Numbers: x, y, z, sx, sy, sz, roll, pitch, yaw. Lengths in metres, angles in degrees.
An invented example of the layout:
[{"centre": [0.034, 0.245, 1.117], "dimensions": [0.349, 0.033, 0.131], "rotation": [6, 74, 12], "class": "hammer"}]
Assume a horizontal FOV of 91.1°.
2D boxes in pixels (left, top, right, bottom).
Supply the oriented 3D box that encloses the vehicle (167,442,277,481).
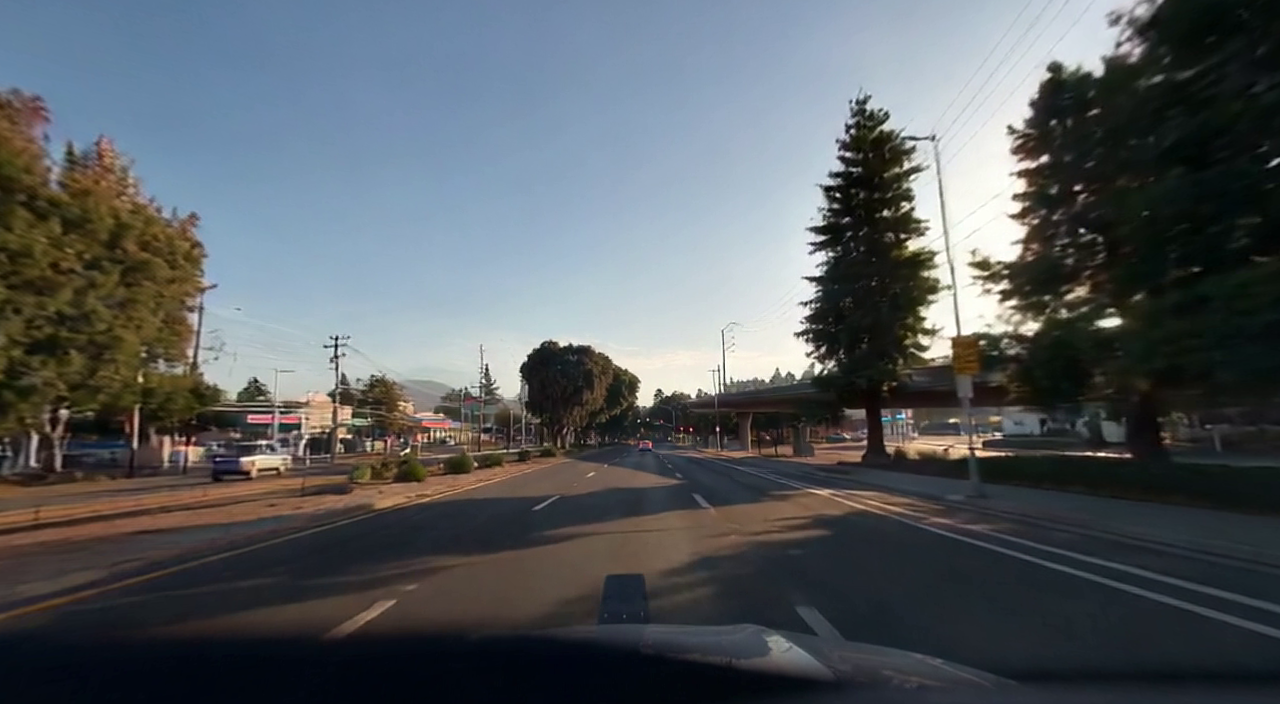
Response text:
[{"centre": [-19.687, 5.142, 29.883], "dimensions": [2.002, 1.642, 4.619], "rotation": [0, -8, 0], "class": "vehicle"}]
